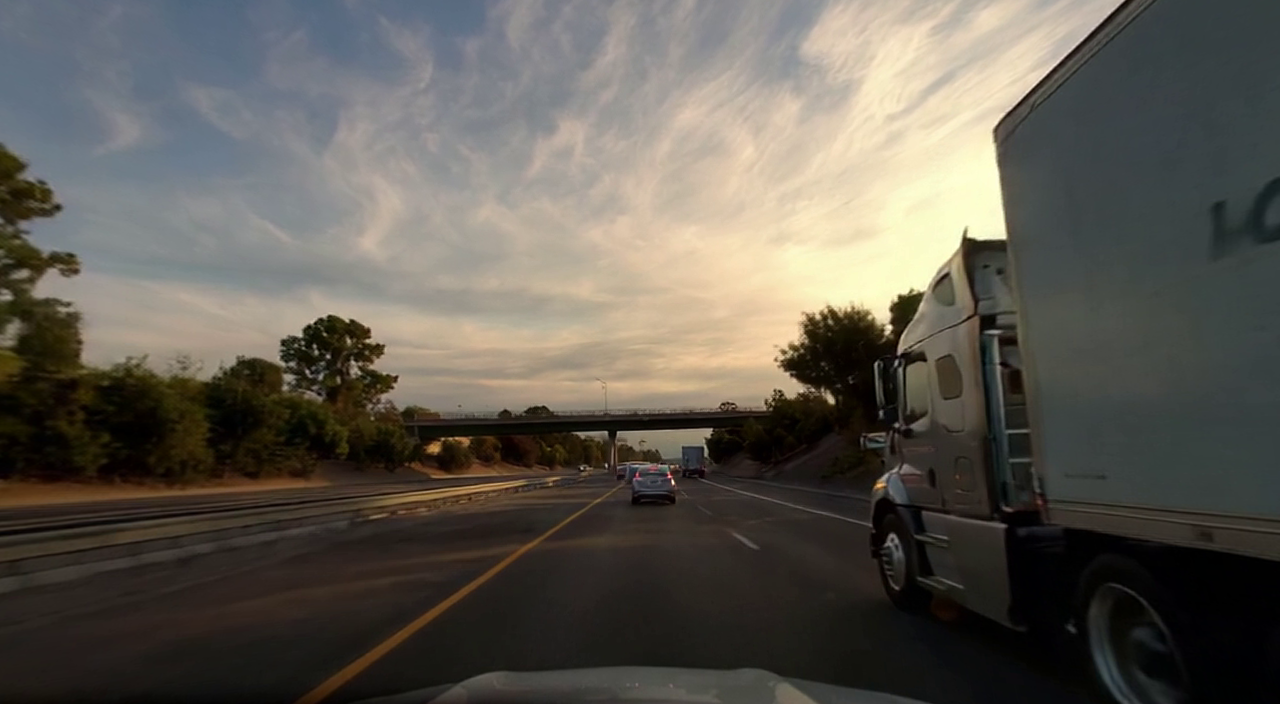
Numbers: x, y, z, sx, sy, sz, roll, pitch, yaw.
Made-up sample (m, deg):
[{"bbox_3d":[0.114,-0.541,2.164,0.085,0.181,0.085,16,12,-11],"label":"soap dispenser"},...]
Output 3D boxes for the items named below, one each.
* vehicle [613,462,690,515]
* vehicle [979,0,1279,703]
[{"bbox_3d":[0.332,4.187,19.608,2.156,1.444,3.762,1,-10,0],"label":"vehicle"},{"bbox_3d":[4.330,-0.086,1.992,3.008,3.920,5.910,1,-10,0],"label":"vehicle"}]
